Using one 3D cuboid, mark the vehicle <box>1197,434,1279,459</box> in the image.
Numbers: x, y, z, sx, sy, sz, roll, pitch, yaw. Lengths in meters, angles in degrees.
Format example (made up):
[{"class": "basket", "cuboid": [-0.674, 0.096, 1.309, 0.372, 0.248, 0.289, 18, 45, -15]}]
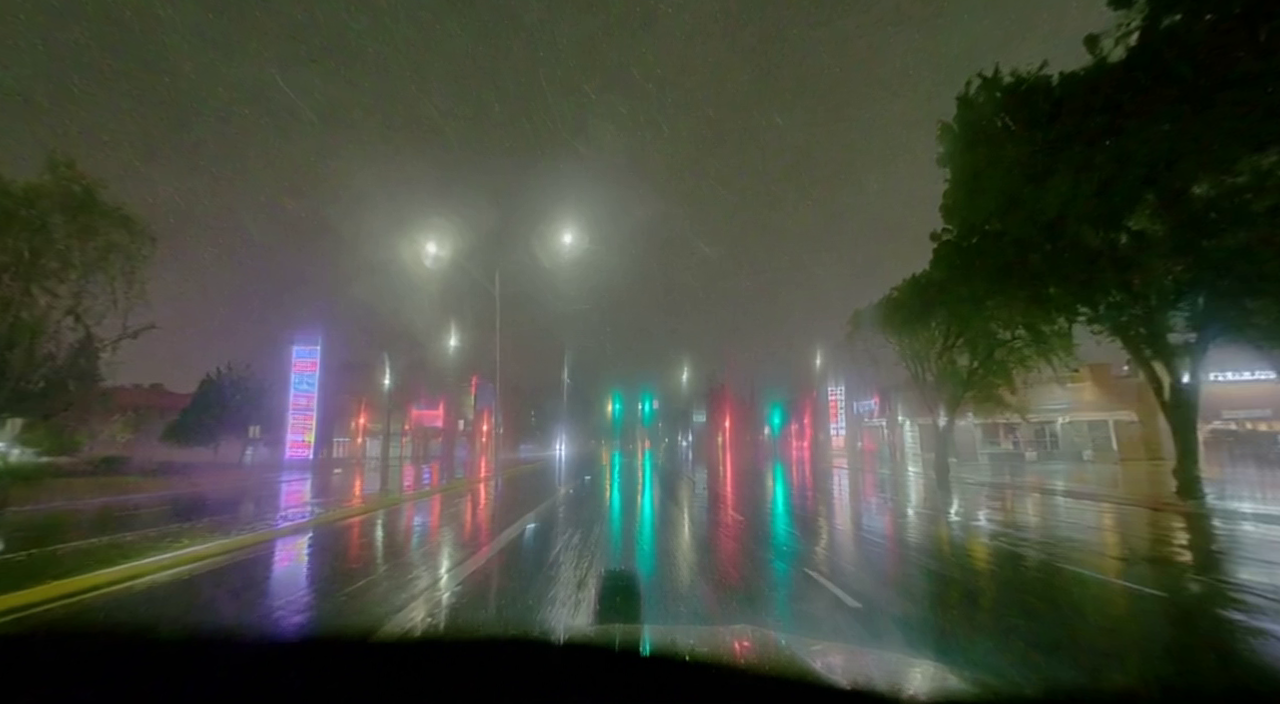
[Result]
[{"class": "vehicle", "cuboid": [39.114, 6.105, 40.830, 1.867, 1.552, 4.657, 0, -9, -2]}]
